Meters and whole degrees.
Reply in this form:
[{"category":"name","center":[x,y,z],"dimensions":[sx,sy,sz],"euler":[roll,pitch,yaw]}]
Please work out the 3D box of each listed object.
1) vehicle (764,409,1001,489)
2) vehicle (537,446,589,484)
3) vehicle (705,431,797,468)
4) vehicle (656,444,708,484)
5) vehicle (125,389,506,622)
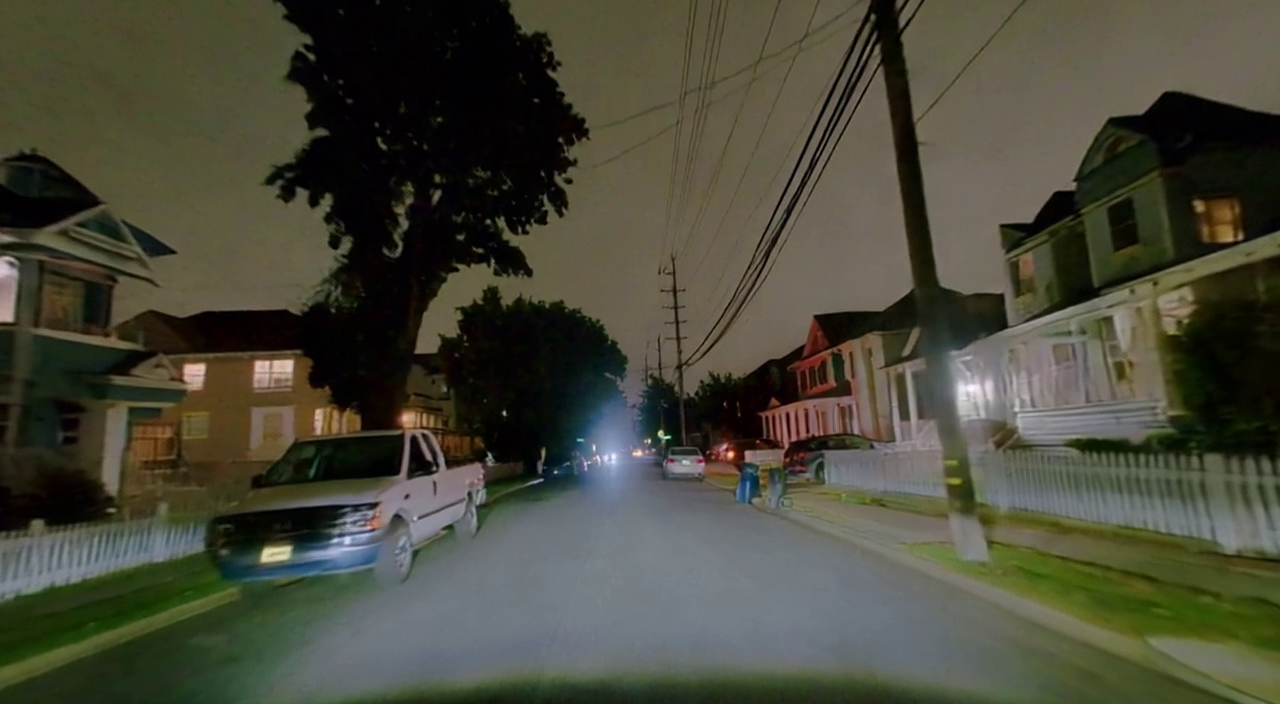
[{"category":"vehicle","center":[6.773,2.747,18.206],"dimensions":[5.974,2.066,2.152],"euler":[1,-7,-1]},{"category":"vehicle","center":[-4.365,6.429,36.508],"dimensions":[2.204,1.655,4.813],"euler":[-8,-8,-1]},{"category":"vehicle","center":[6.887,6.093,39.554],"dimensions":[5.274,2.170,2.205],"euler":[1,-7,-3]},{"category":"vehicle","center":[1.889,5.217,29.852],"dimensions":[2.043,1.631,4.613],"euler":[0,-8,-1]},{"category":"vehicle","center":[-3.742,1.839,8.926],"dimensions":[2.399,2.085,5.589],"euler":[-3,-8,0]}]
